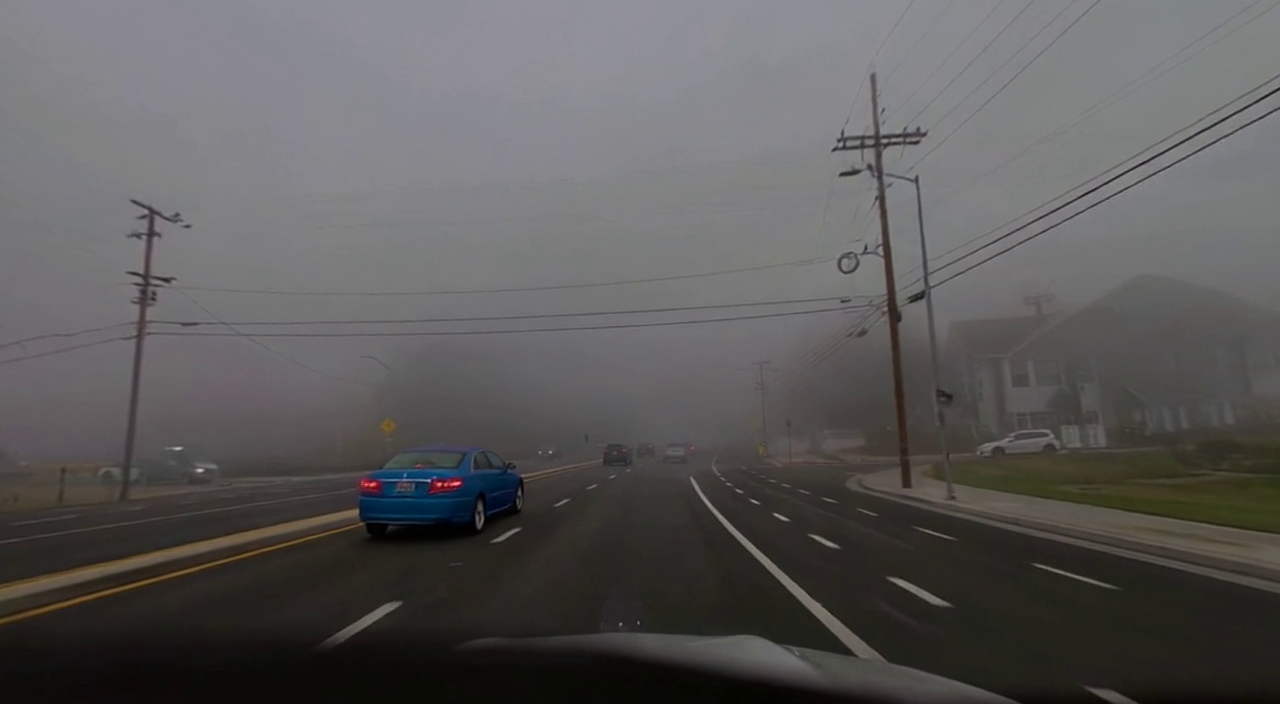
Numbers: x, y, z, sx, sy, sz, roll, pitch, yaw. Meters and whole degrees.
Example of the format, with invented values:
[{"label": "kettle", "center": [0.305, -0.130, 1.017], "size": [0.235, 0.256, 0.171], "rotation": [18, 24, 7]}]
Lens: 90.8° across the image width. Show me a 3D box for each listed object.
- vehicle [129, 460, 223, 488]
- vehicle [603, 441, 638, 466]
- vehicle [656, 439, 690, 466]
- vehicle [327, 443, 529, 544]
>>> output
[{"label": "vehicle", "center": [-26.468, 6.965, 36.057], "size": [4.240, 1.442, 1.574], "rotation": [0, -8, 5]}, {"label": "vehicle", "center": [-1.372, 7.323, 45.718], "size": [1.899, 1.685, 4.121], "rotation": [-1, -8, 7]}, {"label": "vehicle", "center": [2.378, 7.101, 44.764], "size": [2.155, 1.836, 4.250], "rotation": [-1, -8, 6]}, {"label": "vehicle", "center": [-3.424, 2.354, 11.277], "size": [1.901, 1.409, 4.442], "rotation": [0, -8, 2]}]
